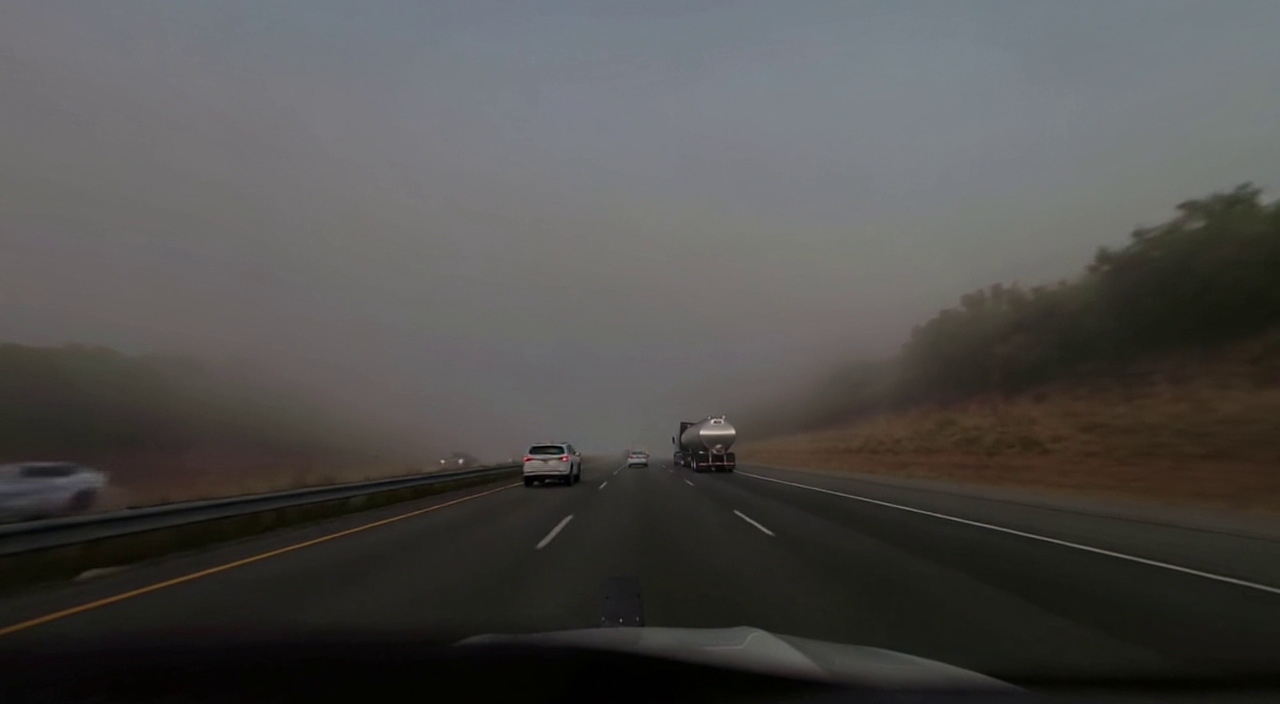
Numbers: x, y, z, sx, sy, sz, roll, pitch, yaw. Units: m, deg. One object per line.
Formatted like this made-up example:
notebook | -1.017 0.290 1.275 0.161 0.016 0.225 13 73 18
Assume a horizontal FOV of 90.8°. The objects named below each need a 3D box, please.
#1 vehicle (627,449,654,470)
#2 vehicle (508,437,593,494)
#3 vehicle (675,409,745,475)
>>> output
vehicle | 0.035 8.216 48.456 2.013 1.498 3.908 0 -9 0
vehicle | -3.034 3.992 22.534 2.258 1.805 4.665 -1 -9 1
vehicle | 4.251 5.995 41.689 2.889 3.606 13.832 0 -9 -1
